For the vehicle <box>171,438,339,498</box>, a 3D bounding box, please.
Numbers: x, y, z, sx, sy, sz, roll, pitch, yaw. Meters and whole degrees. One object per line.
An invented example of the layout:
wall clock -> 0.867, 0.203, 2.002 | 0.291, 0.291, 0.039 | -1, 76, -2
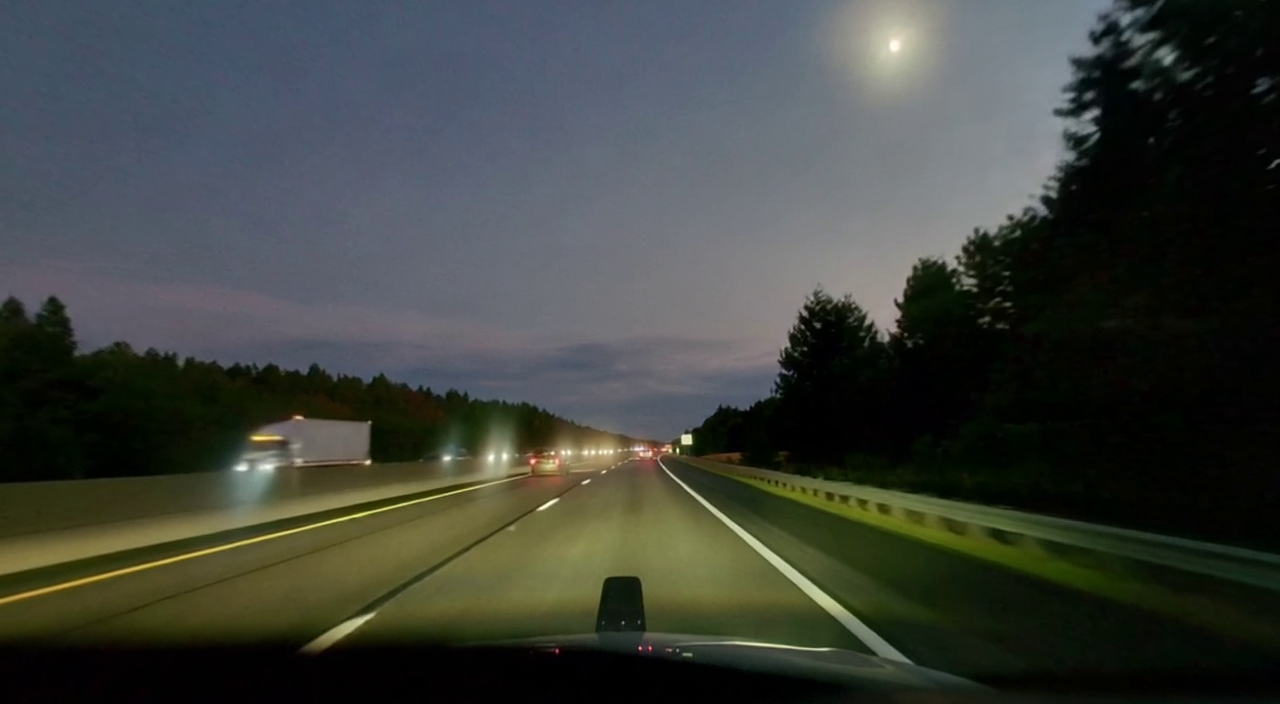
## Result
vehicle -> -12.877, 3.920, 21.664 | 2.276, 1.778, 5.392 | -1, -9, 1

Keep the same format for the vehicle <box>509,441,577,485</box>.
vehicle -> -3.953, 4.621, 26.505 | 2.095, 1.664, 4.305 | 0, -9, 1
